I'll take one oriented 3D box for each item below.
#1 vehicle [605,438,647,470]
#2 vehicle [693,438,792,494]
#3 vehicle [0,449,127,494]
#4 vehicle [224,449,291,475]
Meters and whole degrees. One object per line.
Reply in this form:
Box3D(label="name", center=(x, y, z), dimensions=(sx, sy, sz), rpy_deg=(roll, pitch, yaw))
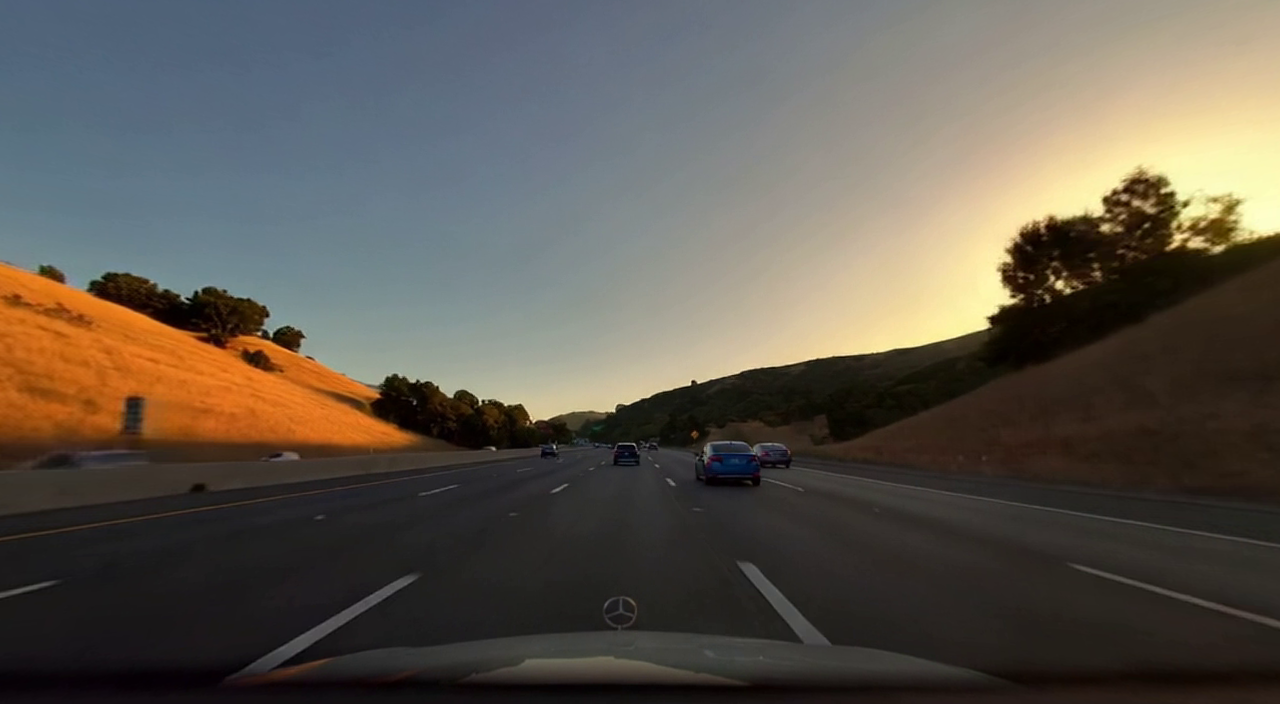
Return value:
Box3D(label="vehicle", center=(-0.796, 5.840, 36.326), dimensions=(2.277, 1.675, 4.023), rpy_deg=(0, -8, -1))
Box3D(label="vehicle", center=(2.998, 3.463, 19.589), dimensions=(2.120, 1.492, 4.734), rpy_deg=(0, -8, -2))
Box3D(label="vehicle", center=(-22.542, 4.454, 23.994), dimensions=(2.249, 1.410, 4.551), rpy_deg=(0, -8, 1))
Box3D(label="vehicle", center=(-29.499, 8.486, 48.931), dimensions=(2.463, 1.848, 4.344), rpy_deg=(1, -8, -1))
